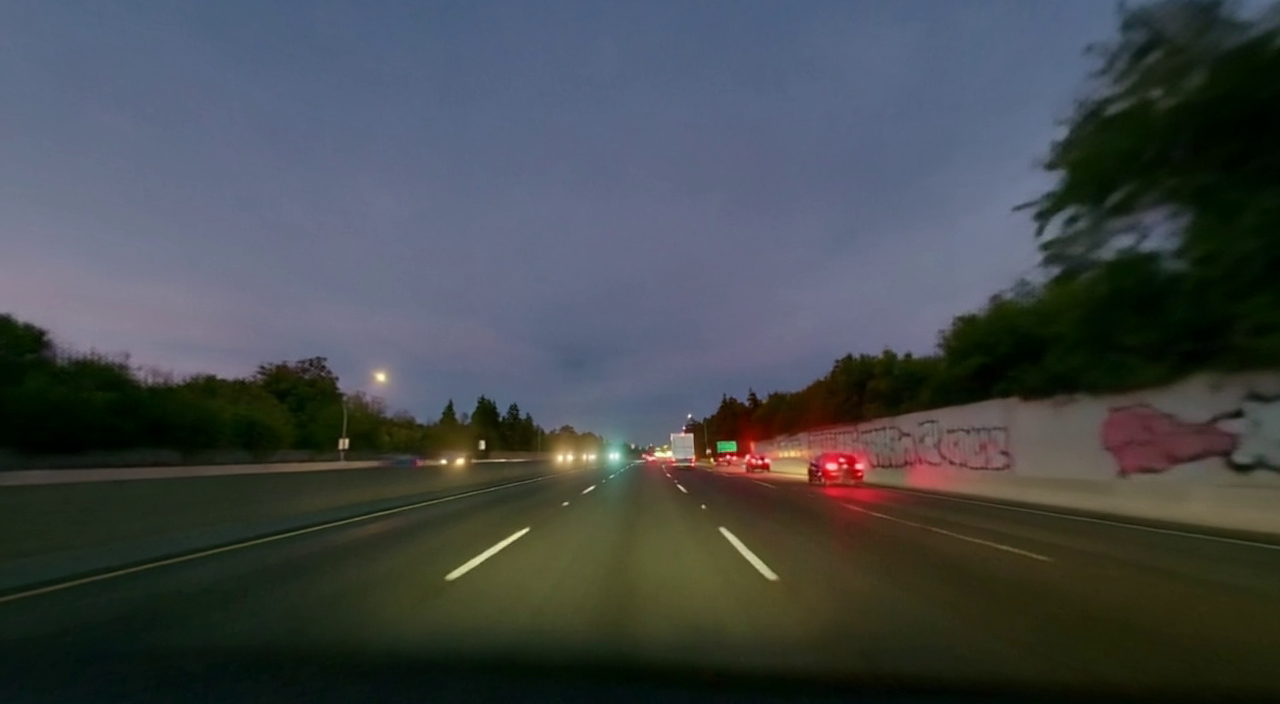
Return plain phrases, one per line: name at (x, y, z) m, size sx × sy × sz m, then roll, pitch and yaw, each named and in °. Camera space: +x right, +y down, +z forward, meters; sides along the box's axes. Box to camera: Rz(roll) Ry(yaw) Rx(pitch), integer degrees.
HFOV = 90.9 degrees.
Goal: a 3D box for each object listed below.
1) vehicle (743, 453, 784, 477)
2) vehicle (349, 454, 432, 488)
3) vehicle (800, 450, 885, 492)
vehicle at (8.268, 7.586, 42.604) m, size 1.842 × 1.475 × 4.479 m, roll 0°, pitch -9°, yaw 0°
vehicle at (-11.747, 5.603, 30.013) m, size 2.024 × 1.459 × 4.497 m, roll 0°, pitch -9°, yaw 1°
vehicle at (7.945, 4.696, 25.240) m, size 1.907 × 1.495 × 4.517 m, roll 0°, pitch -9°, yaw 0°
